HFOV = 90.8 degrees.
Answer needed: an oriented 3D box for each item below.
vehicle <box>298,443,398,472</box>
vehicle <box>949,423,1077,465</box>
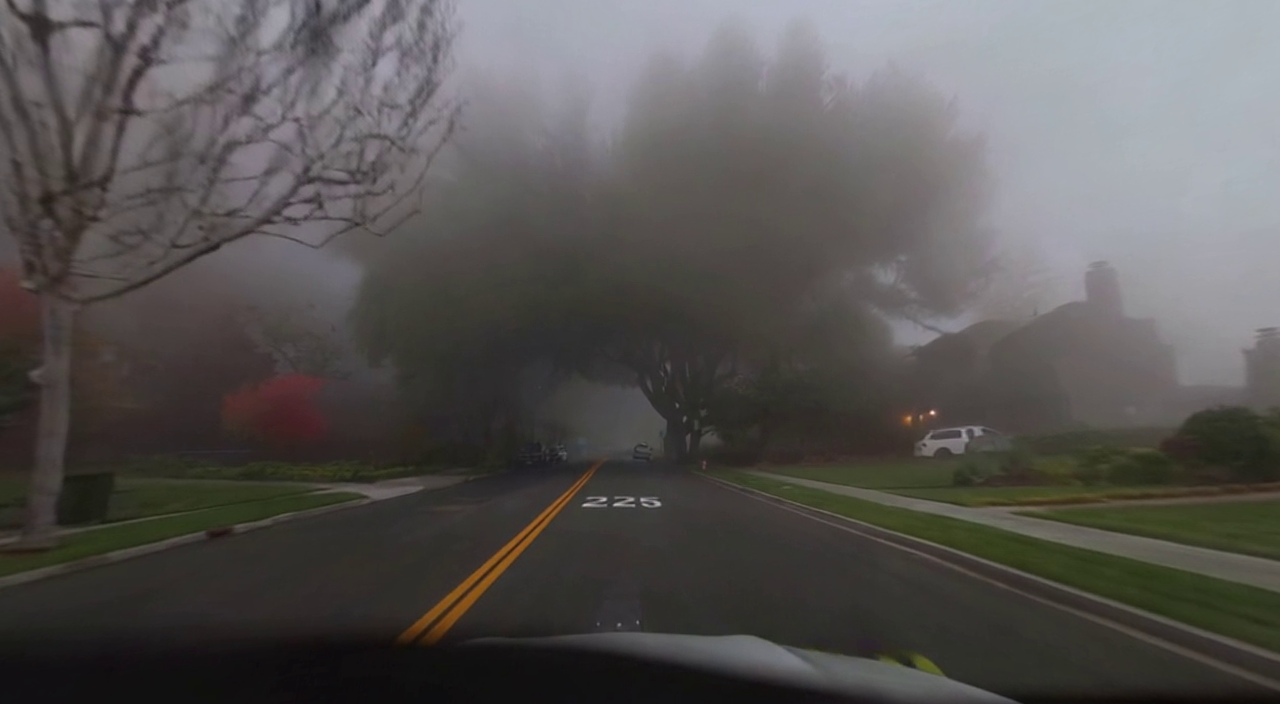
[{"bbox_3d":[-15.455,5.625,33.657,4.388,1.449,1.882,0,-9,-3],"label":"vehicle"},{"bbox_3d":[15.845,3.933,26.987,4.198,1.697,1.984,1,-9,-5],"label":"vehicle"}]
